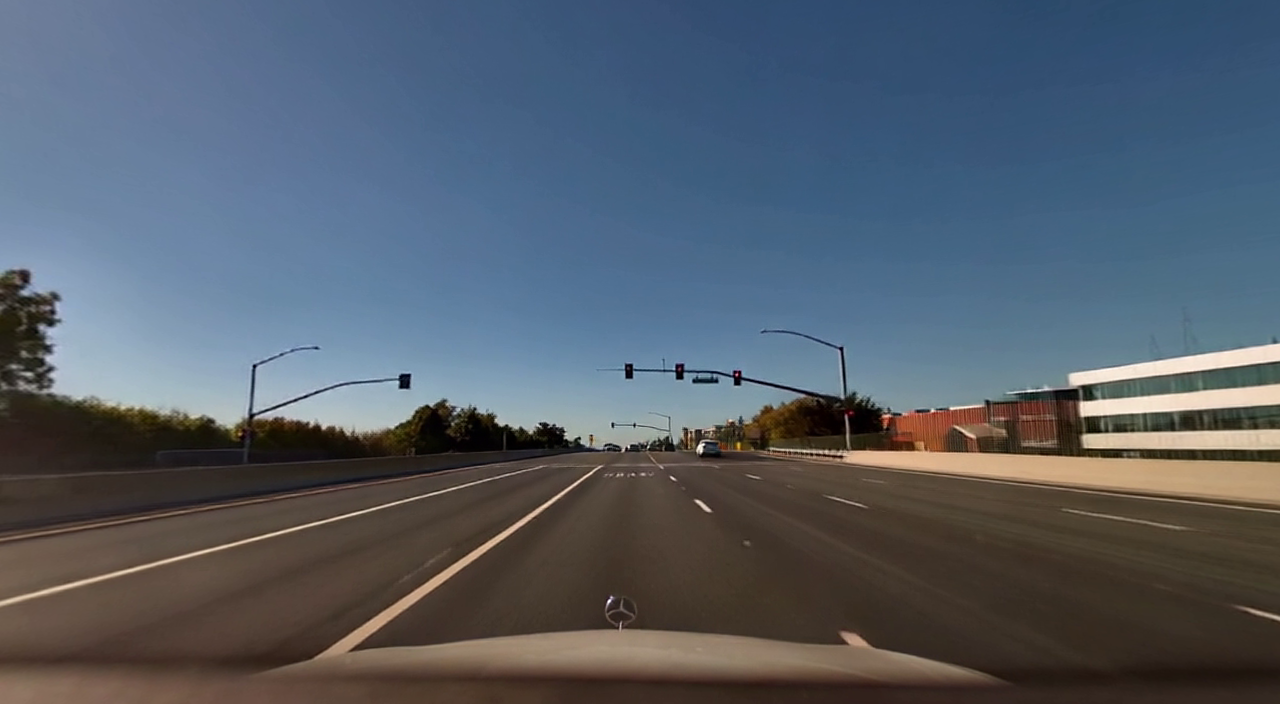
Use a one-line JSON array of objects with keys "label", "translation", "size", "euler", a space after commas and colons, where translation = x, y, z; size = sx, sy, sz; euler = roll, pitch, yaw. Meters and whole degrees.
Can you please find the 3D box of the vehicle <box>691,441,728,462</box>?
[{"label": "vehicle", "translation": [5.173, 7.490, 47.682], "size": [2.187, 1.475, 4.529], "euler": [0, -9, -1]}]
